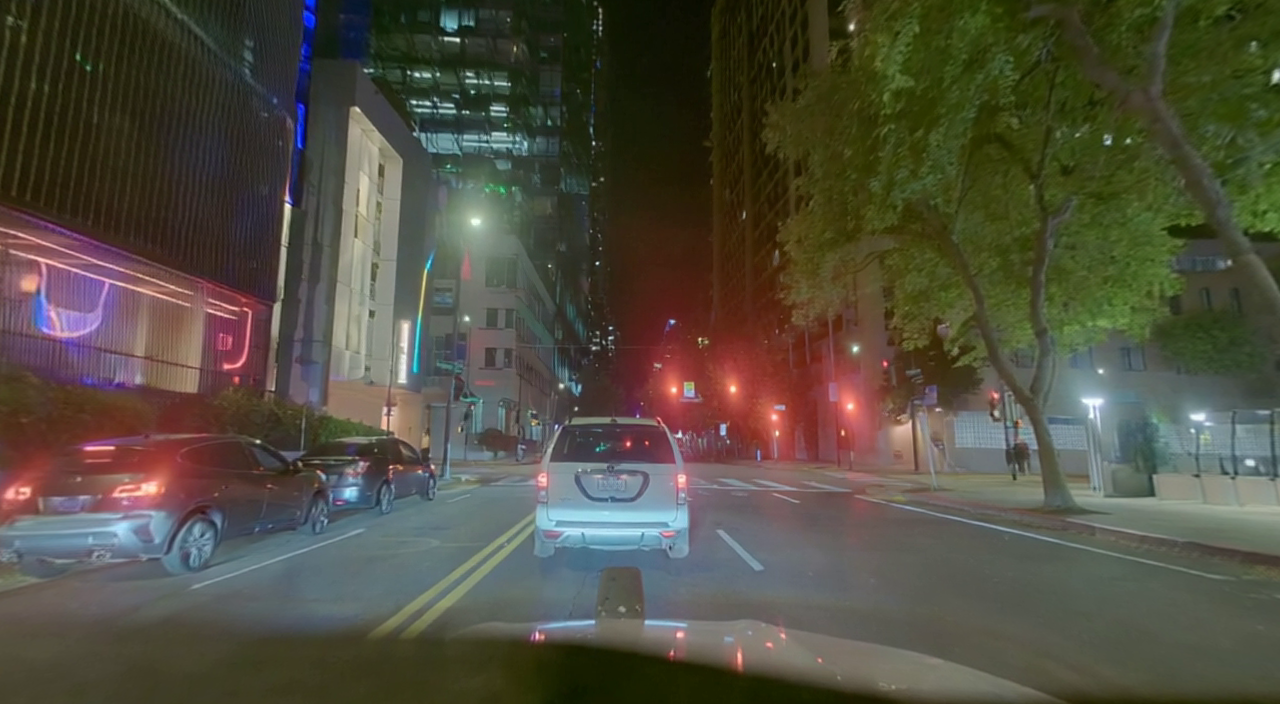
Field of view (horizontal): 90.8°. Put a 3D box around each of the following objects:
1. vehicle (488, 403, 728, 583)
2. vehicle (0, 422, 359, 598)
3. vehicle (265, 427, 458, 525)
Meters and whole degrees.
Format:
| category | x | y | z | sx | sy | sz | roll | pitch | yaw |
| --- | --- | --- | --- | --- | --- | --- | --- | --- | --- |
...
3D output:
| category | x | y | z | sx | sy | sz | roll | pitch | yaw |
| --- | --- | --- | --- | --- | --- | --- | --- | --- | --- |
| vehicle | -0.286 | 1.627 | 8.002 | 2.258 | 1.687 | 3.934 | 0 | -9 | 1 |
| vehicle | -5.751 | 1.877 | 8.475 | 1.904 | 1.684 | 4.529 | 0 | -9 | -1 |
| vehicle | -5.873 | 2.667 | 14.172 | 2.077 | 1.791 | 4.751 | 0 | -9 | 1 |
